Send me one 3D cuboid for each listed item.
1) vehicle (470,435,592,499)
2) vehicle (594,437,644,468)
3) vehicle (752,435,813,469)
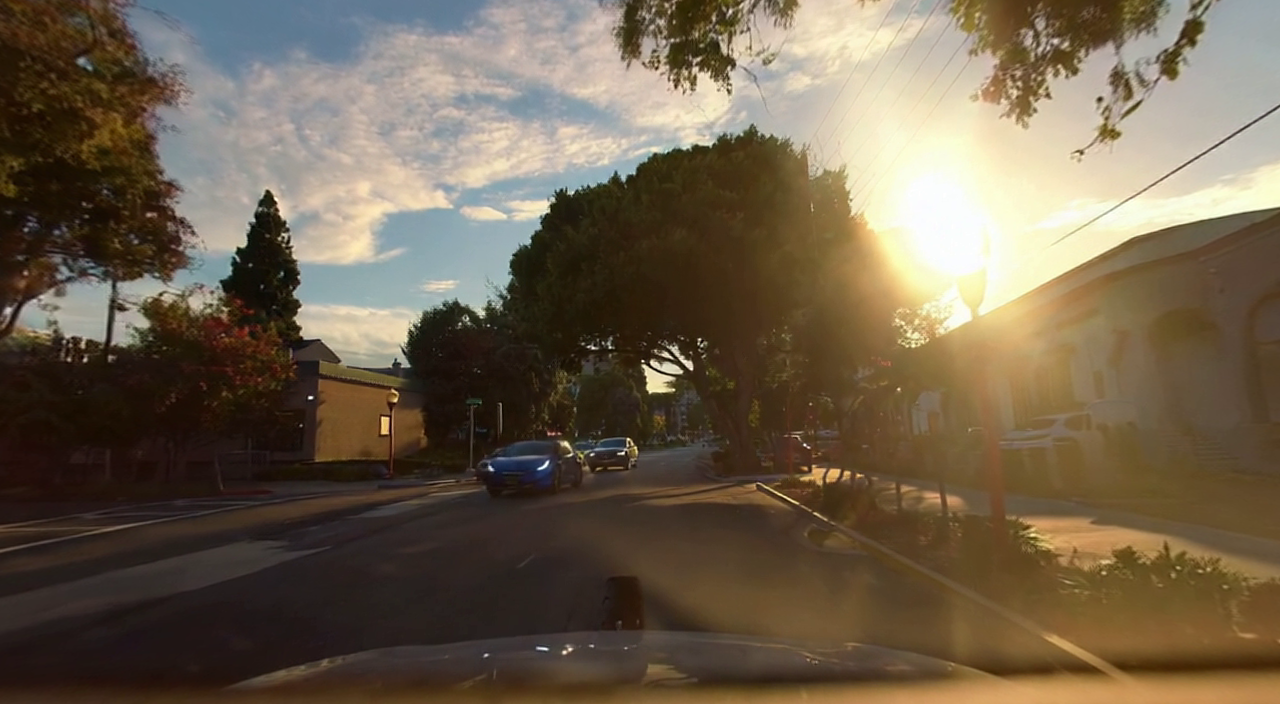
[{"bbox_3d":[-2.799,3.101,17.493,2.056,1.508,4.596,-1,-9,7],"label":"vehicle"},{"bbox_3d":[-1.107,5.658,35.713,2.110,1.651,4.410,-1,-9,7],"label":"vehicle"},{"bbox_3d":[6.663,4.737,30.037,1.918,1.461,4.419,0,-8,1],"label":"vehicle"}]
